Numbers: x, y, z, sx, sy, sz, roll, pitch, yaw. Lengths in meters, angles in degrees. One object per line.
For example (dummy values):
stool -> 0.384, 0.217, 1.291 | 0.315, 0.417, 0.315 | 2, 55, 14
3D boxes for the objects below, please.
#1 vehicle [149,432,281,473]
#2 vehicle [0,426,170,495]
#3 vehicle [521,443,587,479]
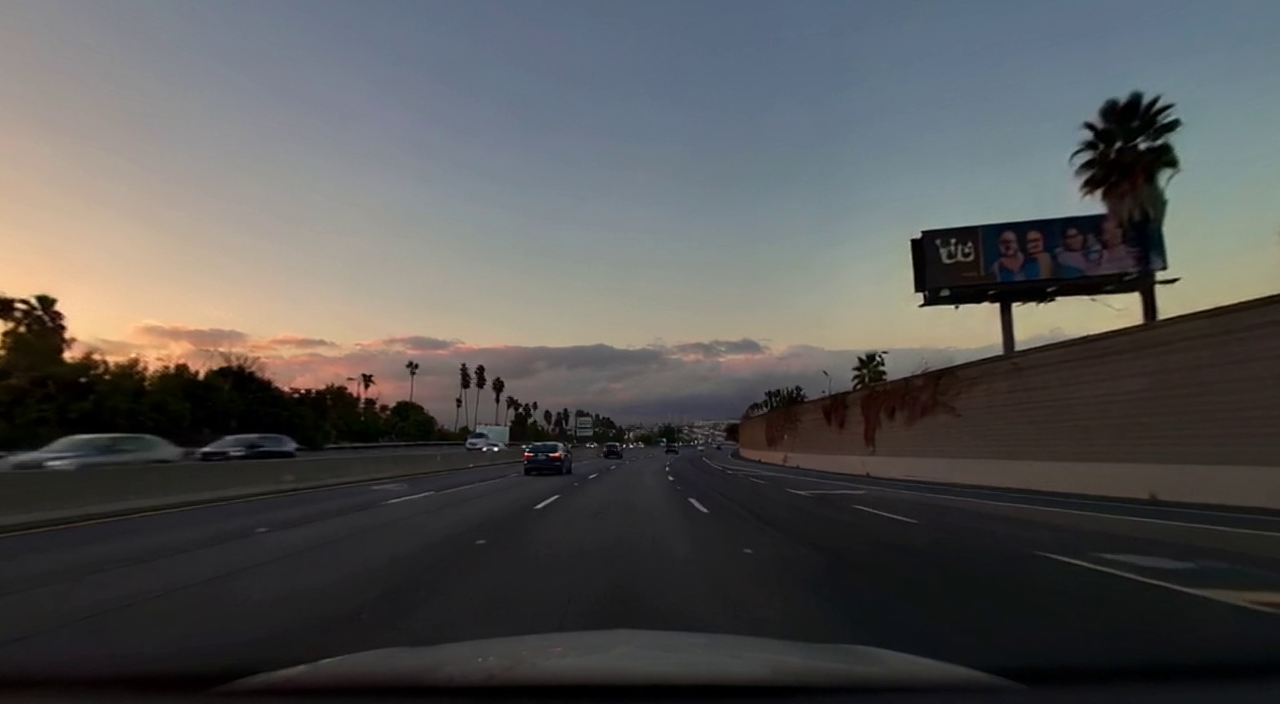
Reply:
vehicle -> -17.894, 4.272, 26.998 | 2.065, 1.599, 5.006 | 0, -9, 1
vehicle -> -14.668, 2.719, 16.166 | 1.853, 1.509, 4.397 | 0, -9, 1
vehicle -> -3.686, 4.770, 28.012 | 2.078, 1.457, 4.648 | 0, -9, 2
